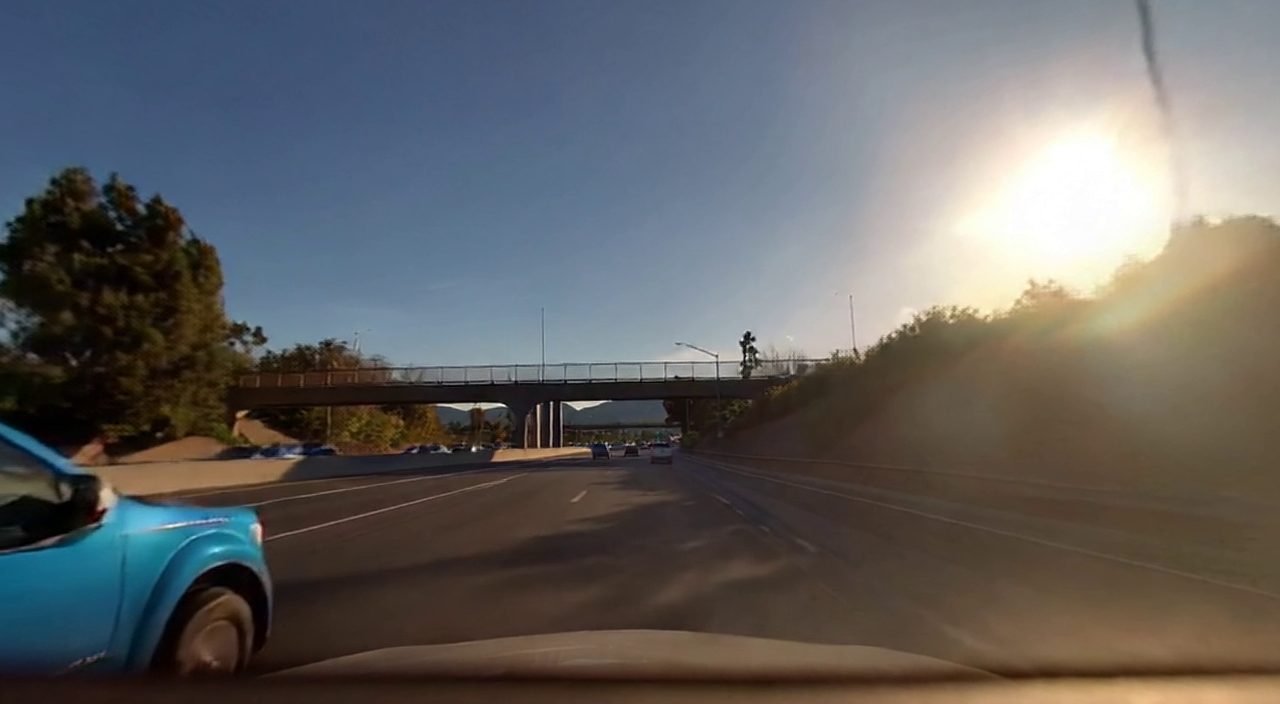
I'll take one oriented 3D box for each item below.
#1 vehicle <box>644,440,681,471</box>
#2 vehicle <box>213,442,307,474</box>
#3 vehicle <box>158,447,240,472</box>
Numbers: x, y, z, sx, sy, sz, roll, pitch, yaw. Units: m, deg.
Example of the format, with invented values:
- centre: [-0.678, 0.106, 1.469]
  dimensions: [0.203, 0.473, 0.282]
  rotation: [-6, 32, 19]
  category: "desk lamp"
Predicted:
- centre: [1.259, 5.929, 36.500]
  dimensions: [2.010, 1.637, 4.940]
  rotation: [0, -8, 1]
  category: "vehicle"
- centre: [-19.968, 5.567, 33.398]
  dimensions: [2.113, 1.559, 4.495]
  rotation: [0, -8, 1]
  category: "vehicle"
- centre: [-26.574, 6.458, 38.197]
  dimensions: [1.842, 1.430, 4.330]
  rotation: [0, -8, 1]
  category: "vehicle"
